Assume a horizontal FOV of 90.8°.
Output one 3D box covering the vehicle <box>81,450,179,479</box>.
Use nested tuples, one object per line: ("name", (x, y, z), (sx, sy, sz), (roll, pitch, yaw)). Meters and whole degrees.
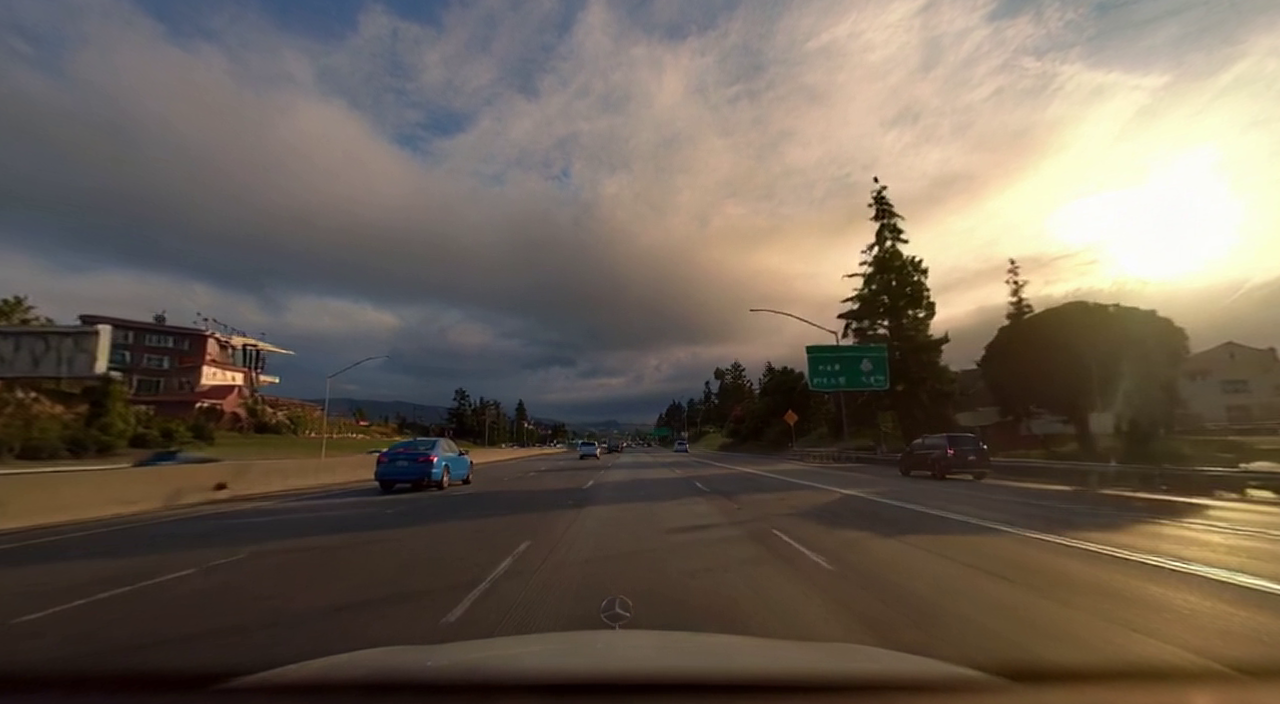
("vehicle", (-27.736, 6.106, 34.530), (1.833, 1.493, 4.216), (0, -9, -1))

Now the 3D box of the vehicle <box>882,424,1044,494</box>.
("vehicle", (9.211, 3.103, 18.590), (2.168, 1.792, 4.457), (0, -9, -4))

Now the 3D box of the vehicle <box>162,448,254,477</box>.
("vehicle", (-24.397, 6.243, 35.926), (1.972, 1.510, 4.662), (0, -9, 0))

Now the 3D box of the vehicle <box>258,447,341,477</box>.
("vehicle", (-17.468, 5.638, 32.683), (1.836, 1.447, 4.431), (0, -9, 0))

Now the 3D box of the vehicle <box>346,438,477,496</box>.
("vehicle", (-6.562, 3.371, 18.887), (2.018, 1.480, 4.999), (0, -9, 0))
